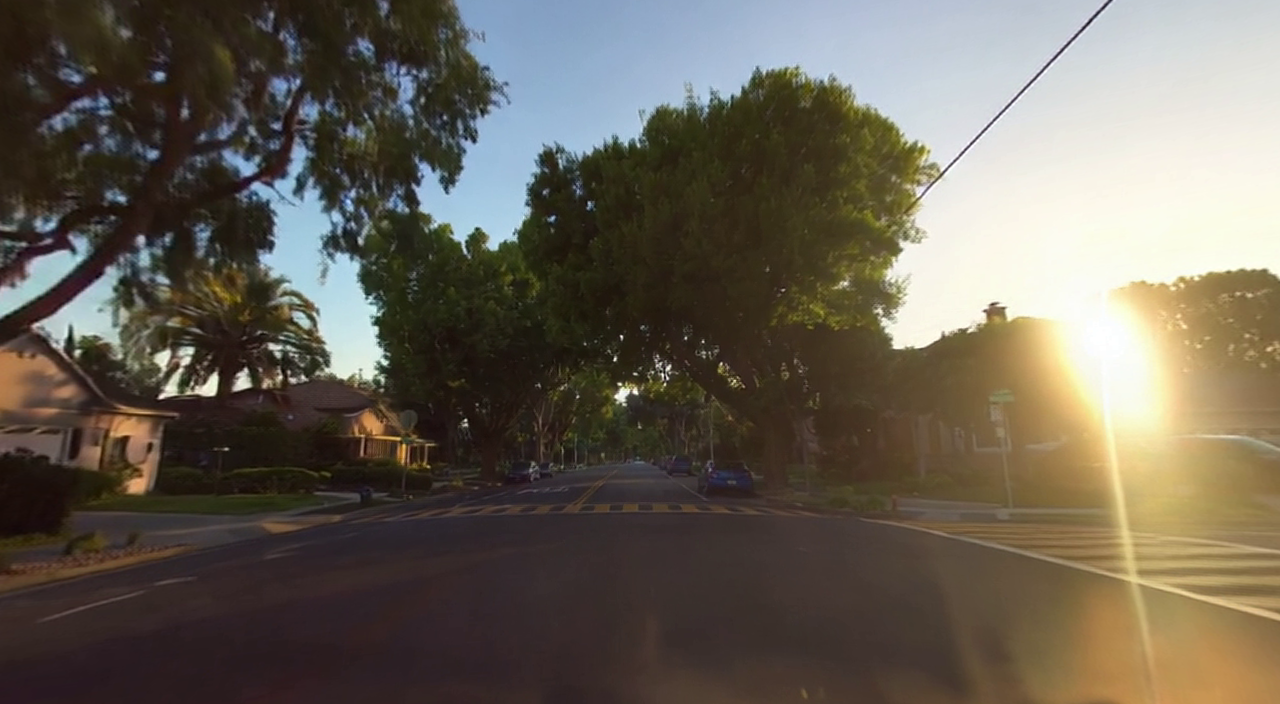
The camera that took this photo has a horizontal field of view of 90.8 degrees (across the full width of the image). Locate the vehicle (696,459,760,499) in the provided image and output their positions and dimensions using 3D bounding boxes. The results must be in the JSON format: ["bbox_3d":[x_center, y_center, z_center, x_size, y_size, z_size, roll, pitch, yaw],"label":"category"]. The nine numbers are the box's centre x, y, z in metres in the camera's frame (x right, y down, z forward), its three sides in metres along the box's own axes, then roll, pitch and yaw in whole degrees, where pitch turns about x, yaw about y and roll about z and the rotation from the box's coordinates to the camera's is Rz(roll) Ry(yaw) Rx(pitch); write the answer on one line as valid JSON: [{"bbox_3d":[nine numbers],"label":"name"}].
[{"bbox_3d":[3.668,5.400,27.154,1.961,1.472,4.434,0,-8,-2],"label":"vehicle"}]
